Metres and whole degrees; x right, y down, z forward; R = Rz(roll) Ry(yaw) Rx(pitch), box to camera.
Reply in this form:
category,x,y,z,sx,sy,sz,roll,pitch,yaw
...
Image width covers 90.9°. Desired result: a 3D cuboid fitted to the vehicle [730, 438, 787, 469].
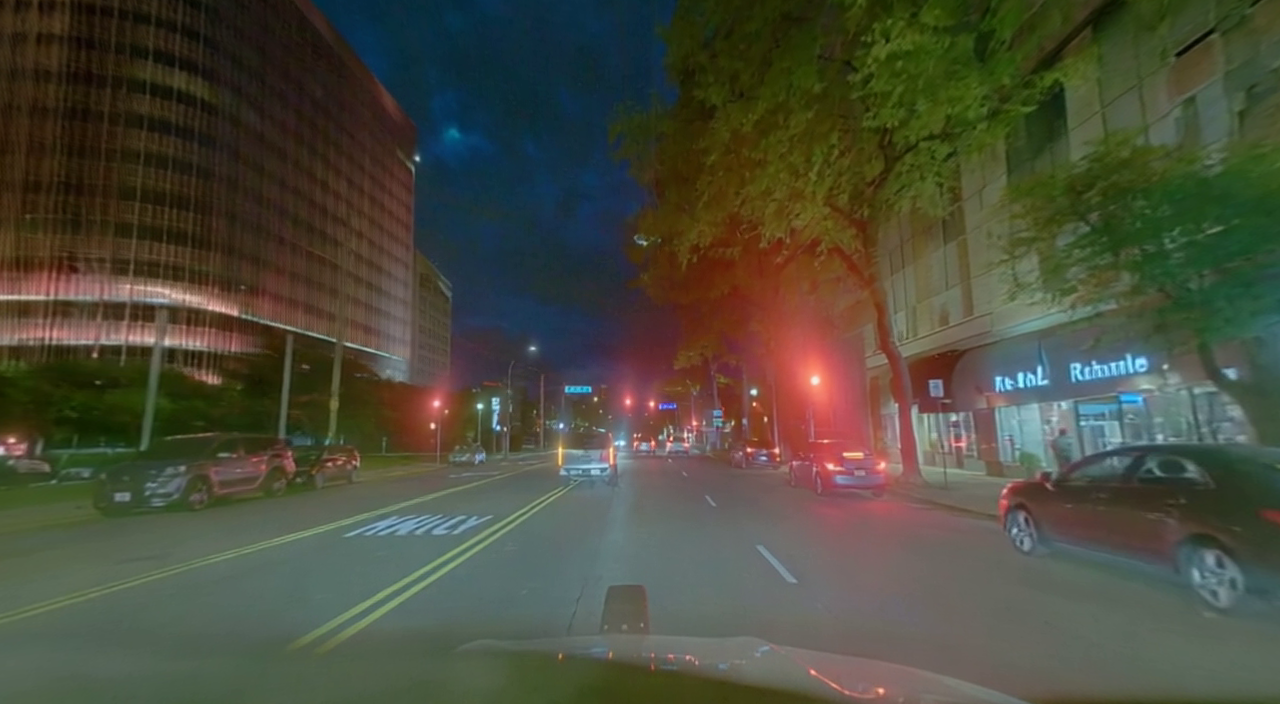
category,x,y,z,sx,sy,sz,roll,pitch,yaw
vehicle,6.043,5.209,32.573,1.956,1.446,4.537,0,-8,-1

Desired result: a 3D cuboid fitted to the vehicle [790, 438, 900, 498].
category,x,y,z,sx,sy,sz,roll,pitch,yaw
vehicle,5.845,3.334,18.527,1.986,1.555,3.879,0,-8,1

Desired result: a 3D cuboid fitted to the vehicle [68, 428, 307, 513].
category,x,y,z,sx,sy,sz,roll,pitch,yaw
vehicle,-12.556,3.316,18.306,2.384,2.044,6.030,0,-8,1

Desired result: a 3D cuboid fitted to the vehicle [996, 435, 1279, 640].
category,x,y,z,sx,sy,sz,roll,pitch,yaw
vehicle,5.810,1.618,6.201,1.961,1.533,4.473,0,-8,0

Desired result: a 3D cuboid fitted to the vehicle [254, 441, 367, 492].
category,x,y,z,sx,sy,sz,roll,pitch,yaw
vehicle,-12.508,4.334,24.330,2.000,1.708,4.494,-2,-8,-1

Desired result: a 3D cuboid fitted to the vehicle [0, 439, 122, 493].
category,x,y,z,sx,sy,sz,roll,pitch,yaw
vehicle,-20.496,3.779,21.190,1.903,1.629,4.525,-1,-8,7

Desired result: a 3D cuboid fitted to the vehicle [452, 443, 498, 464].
category,x,y,z,sx,sy,sz,roll,pitch,yaw
vehicle,-12.395,7.627,47.633,2.075,1.472,4.638,0,-8,2

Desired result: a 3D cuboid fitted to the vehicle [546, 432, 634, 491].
category,x,y,z,sx,sy,sz,roll,pitch,yaw
vehicle,-1.475,3.039,17.914,2.169,1.427,4.531,1,-8,-6
